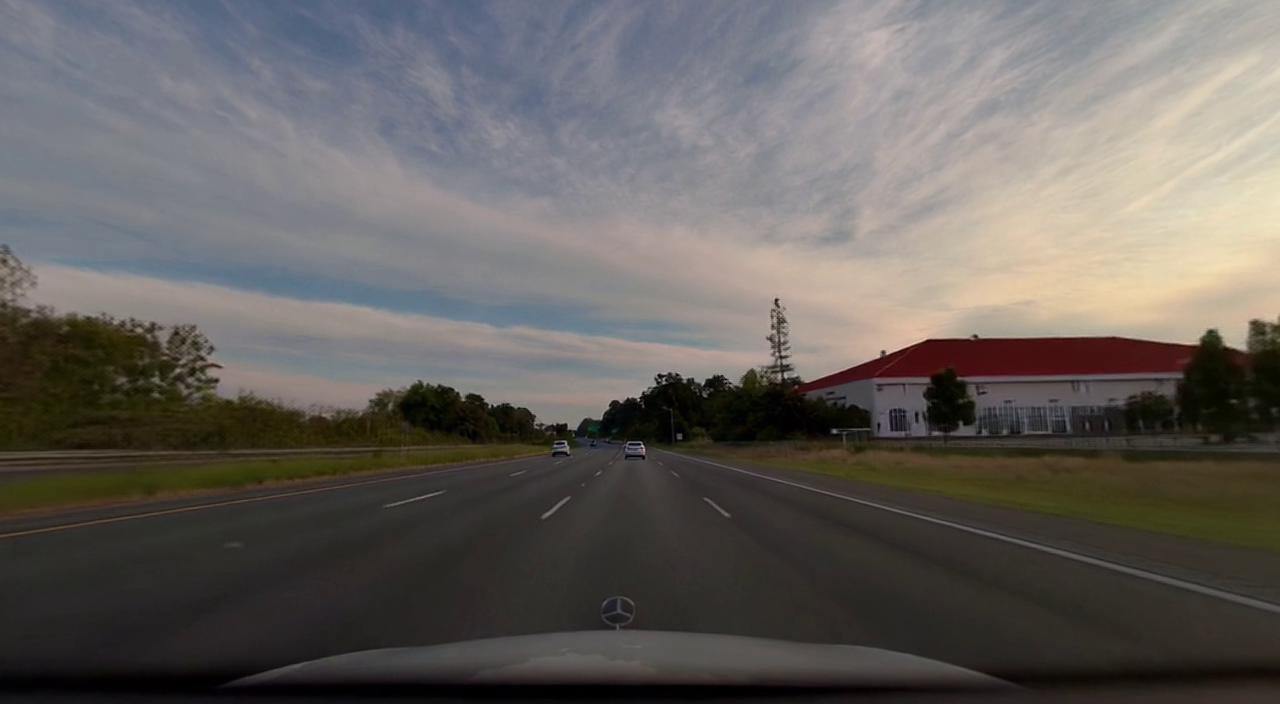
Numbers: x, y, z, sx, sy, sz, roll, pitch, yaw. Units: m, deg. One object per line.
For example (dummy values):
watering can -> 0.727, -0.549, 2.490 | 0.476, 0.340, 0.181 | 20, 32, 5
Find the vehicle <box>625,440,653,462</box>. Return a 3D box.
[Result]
vehicle -> -0.098, 7.754, 49.544 | 2.073, 1.635, 4.195 | 0, -9, 0
